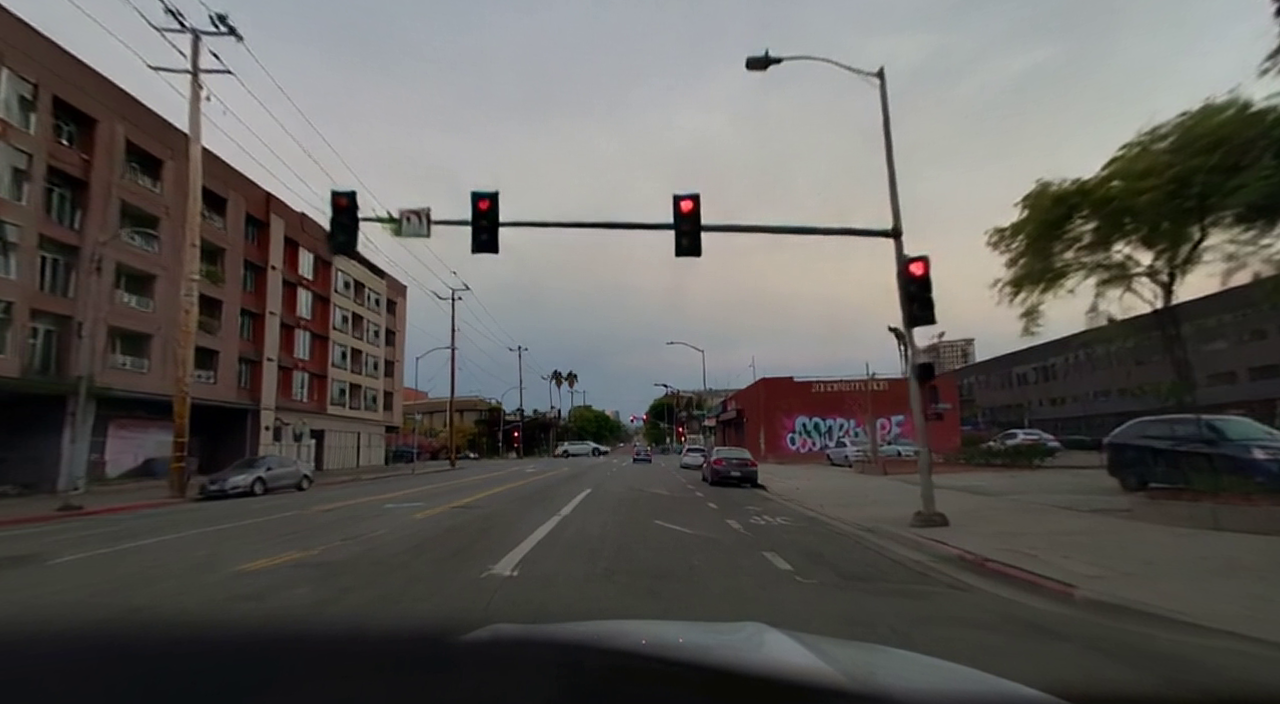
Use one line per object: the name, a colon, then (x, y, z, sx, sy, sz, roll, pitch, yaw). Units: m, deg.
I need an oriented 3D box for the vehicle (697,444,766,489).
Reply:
vehicle: (3.379, 4.321, 24.038, 2.062, 1.535, 4.206, 0, -8, 0)

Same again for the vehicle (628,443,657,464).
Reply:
vehicle: (0.225, 7.814, 48.424, 2.153, 1.505, 4.452, 0, -8, 0)

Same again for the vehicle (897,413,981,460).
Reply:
vehicle: (15.747, 4.522, 33.405, 1.969, 2.282, 4.731, 0, -8, -2)

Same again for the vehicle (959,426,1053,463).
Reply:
vehicle: (18.353, 4.659, 31.772, 2.002, 1.731, 4.413, 0, -8, -1)

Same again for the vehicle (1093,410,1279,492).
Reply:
vehicle: (12.447, 2.102, 13.430, 4.312, 1.578, 2.006, -6, -10, 35)

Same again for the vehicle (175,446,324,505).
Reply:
vehicle: (-15.192, 4.781, 24.967, 2.048, 1.814, 5.998, -6, -8, 1)

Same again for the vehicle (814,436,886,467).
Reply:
vehicle: (11.037, 5.268, 33.377, 1.956, 1.514, 4.862, 0, -8, -2)

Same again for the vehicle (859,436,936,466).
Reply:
vehicle: (13.410, 5.166, 33.010, 1.819, 1.450, 4.707, 0, -8, -4)
